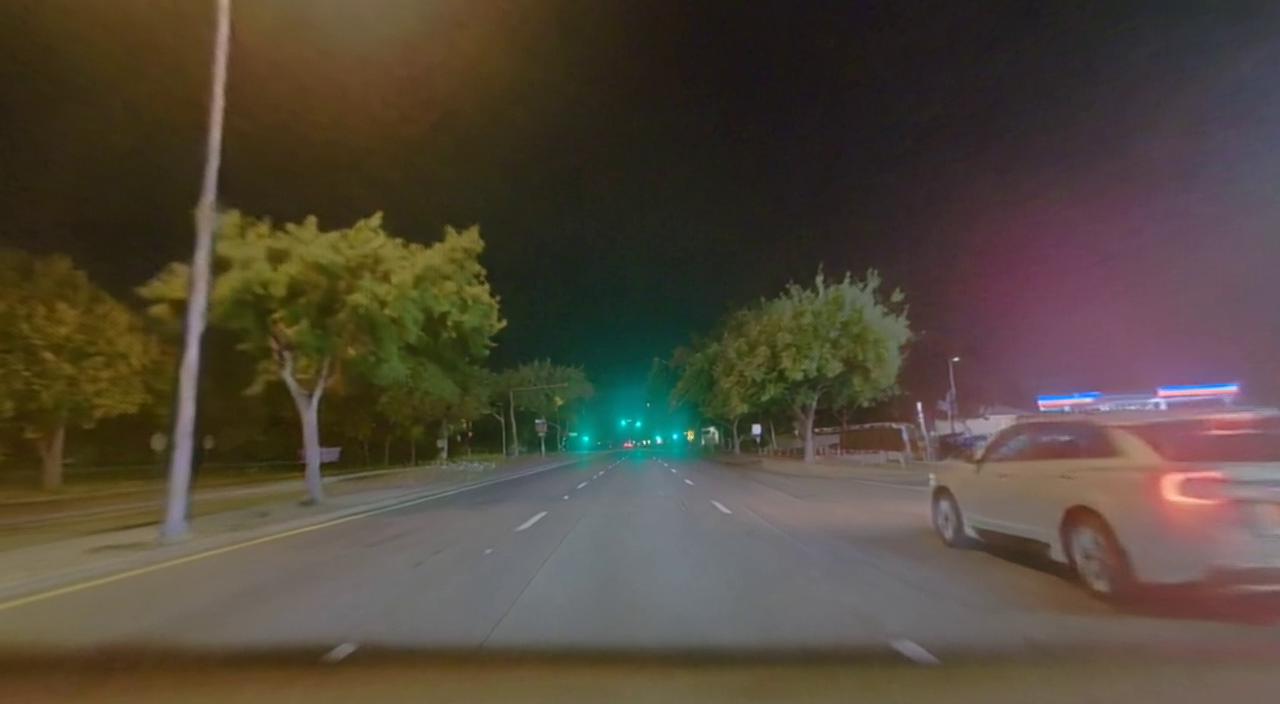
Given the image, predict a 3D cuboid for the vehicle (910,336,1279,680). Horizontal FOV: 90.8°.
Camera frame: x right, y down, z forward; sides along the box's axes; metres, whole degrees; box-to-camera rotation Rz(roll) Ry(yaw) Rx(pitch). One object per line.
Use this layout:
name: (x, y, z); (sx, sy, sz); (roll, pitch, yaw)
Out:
vehicle: (4.660, 1.179, 5.698); (2.245, 1.864, 5.076); (0, -8, 1)

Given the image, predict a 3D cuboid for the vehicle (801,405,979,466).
vehicle: (14.457, 4.879, 37.070); (9.127, 3.409, 2.992); (0, -8, -1)
